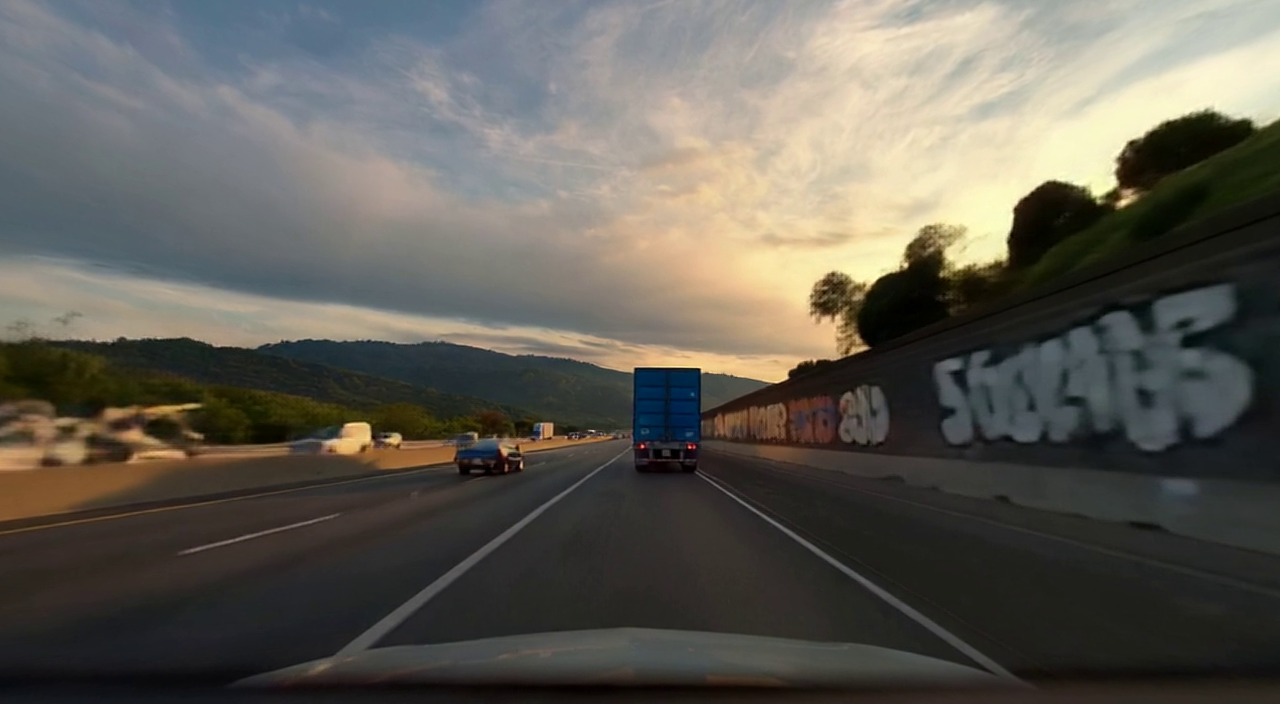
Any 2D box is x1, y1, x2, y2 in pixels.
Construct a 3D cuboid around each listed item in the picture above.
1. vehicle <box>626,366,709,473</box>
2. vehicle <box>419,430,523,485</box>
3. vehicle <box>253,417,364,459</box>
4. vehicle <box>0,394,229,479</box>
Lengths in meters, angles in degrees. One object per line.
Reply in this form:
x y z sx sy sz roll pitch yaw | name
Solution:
0.883 3.103 27.726 2.921 3.765 10.773 0 -8 -1 | vehicle
-5.242 3.320 20.247 1.982 1.535 4.519 0 -8 1 | vehicle
-14.331 3.769 27.668 2.026 1.651 5.129 0 -8 1 | vehicle
-22.121 3.673 27.319 2.853 3.094 8.285 0 -8 1 | vehicle
